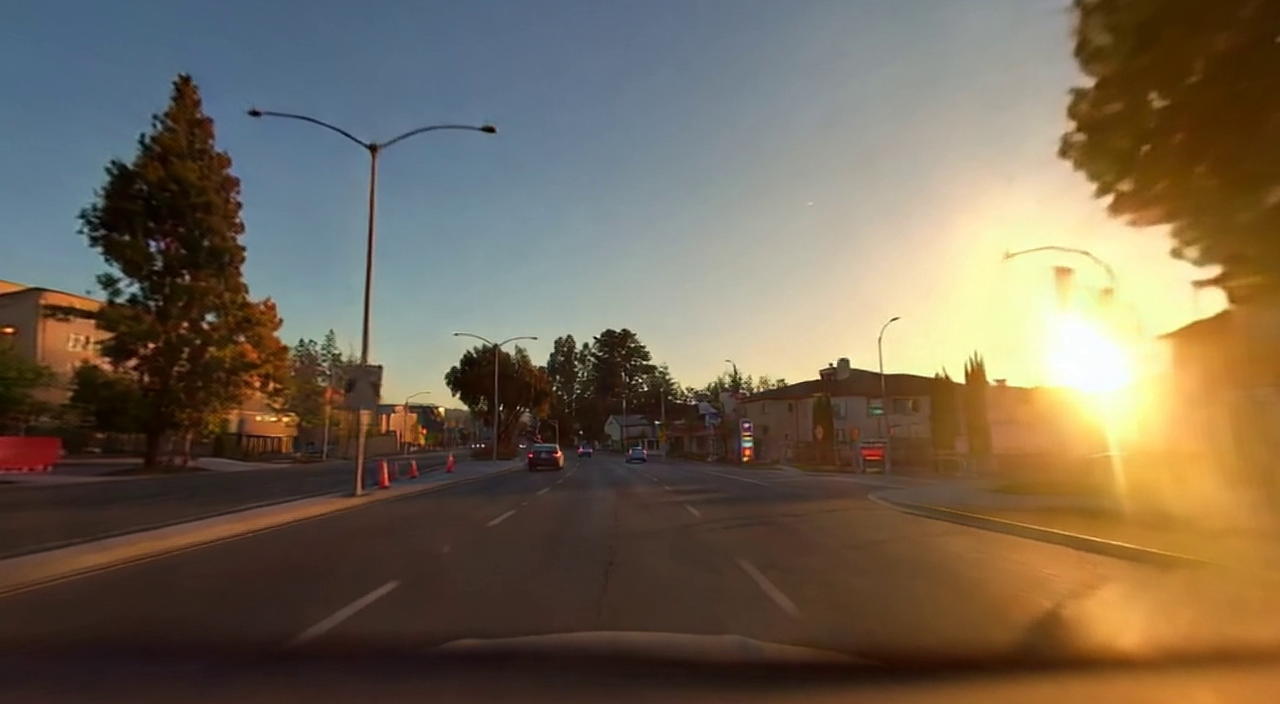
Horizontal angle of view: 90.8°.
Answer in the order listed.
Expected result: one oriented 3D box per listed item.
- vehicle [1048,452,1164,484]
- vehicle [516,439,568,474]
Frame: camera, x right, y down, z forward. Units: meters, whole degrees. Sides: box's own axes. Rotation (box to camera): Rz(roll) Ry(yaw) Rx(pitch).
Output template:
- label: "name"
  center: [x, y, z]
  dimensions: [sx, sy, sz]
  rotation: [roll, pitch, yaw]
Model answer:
- label: "vehicle"
  center: [25.168, 6.262, 34.193]
  dimensions: [4.906, 1.447, 2.076]
  rotation: [1, -5, -8]
- label: "vehicle"
  center: [-5.103, 5.489, 33.473]
  dimensions: [2.381, 1.721, 4.186]
  rotation: [0, -9, -4]
